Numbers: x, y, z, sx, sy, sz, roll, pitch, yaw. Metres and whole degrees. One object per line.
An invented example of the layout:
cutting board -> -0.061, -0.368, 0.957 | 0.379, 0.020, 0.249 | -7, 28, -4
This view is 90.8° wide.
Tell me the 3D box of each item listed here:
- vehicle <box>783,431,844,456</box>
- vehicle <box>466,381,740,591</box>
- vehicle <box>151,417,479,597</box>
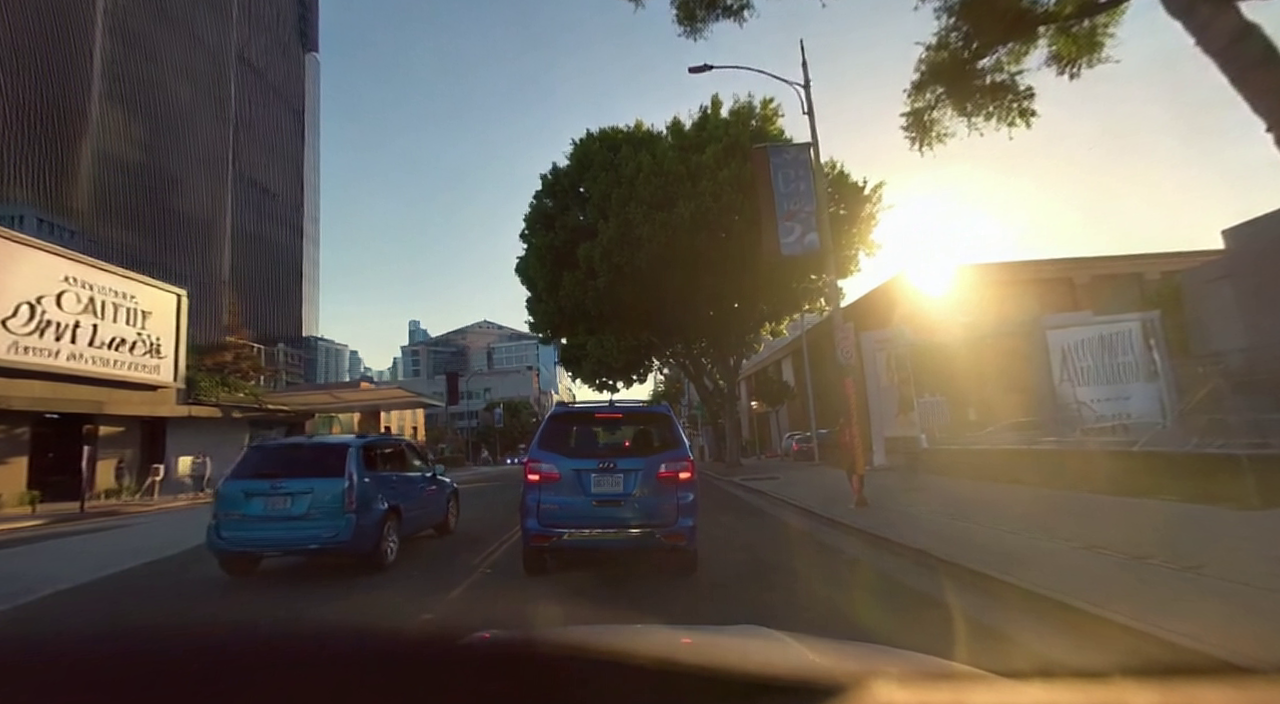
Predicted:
vehicle -> 10.551, 5.519, 38.261 | 1.877, 1.416, 3.965 | -8, -11, 42
vehicle -> -0.414, 1.559, 8.146 | 2.531, 1.930, 4.382 | 0, -8, -2
vehicle -> -3.620, 1.779, 8.211 | 1.971, 1.658, 4.428 | 0, -8, -1
